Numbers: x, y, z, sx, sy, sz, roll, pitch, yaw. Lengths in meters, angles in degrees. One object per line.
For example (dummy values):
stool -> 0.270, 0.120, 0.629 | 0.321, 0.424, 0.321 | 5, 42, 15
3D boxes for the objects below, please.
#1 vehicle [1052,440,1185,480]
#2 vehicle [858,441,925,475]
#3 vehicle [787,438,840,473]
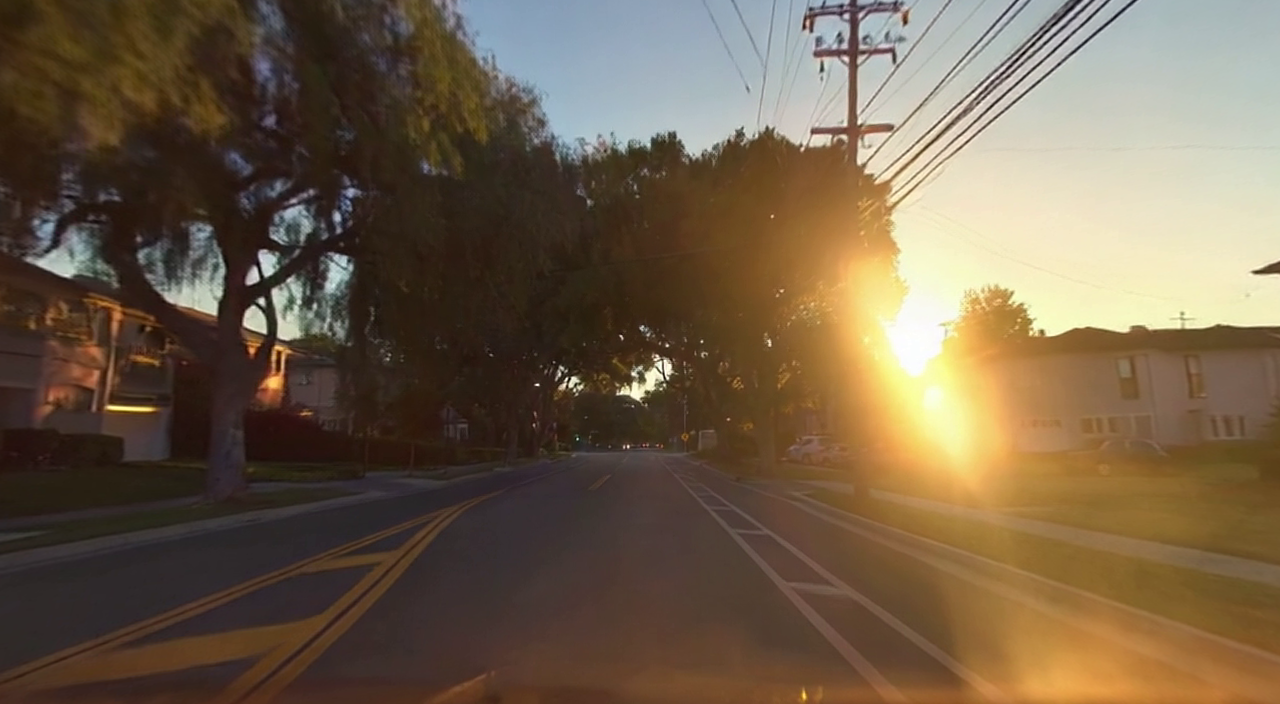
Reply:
vehicle -> 21.141, 4.755, 27.969 | 3.943, 1.664, 2.391 | 0, -8, -1
vehicle -> 13.648, 5.789, 34.443 | 1.935, 1.683, 4.669 | 0, -9, 3
vehicle -> 10.379, 6.223, 38.035 | 1.912, 1.953, 4.651 | 0, -9, 0
